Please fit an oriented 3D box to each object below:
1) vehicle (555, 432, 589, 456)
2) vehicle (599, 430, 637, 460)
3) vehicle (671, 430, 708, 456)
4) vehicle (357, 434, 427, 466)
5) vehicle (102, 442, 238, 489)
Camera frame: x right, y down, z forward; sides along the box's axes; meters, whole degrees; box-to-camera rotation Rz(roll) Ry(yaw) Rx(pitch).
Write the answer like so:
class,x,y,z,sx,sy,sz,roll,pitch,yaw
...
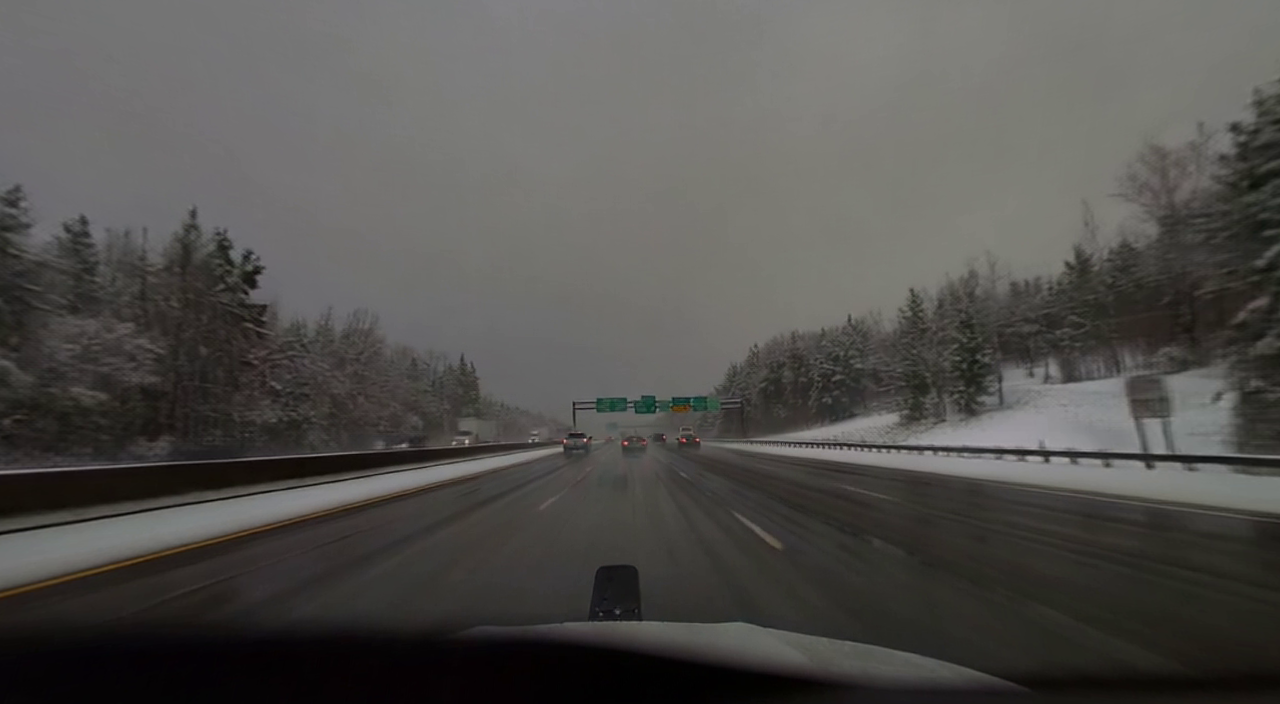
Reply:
class,x,y,z,sx,sy,sz,roll,pitch,yaw
vehicle,-4.796,6.549,44.818,2.046,1.658,4.008,0,-8,0
vehicle,-1.288,5.518,37.493,2.119,1.629,3.946,0,-8,-2
vehicle,3.312,6.213,42.882,2.066,1.673,4.225,0,-8,-2
vehicle,-14.127,5.588,36.092,2.066,1.693,4.782,0,-8,0
vehicle,-17.294,4.151,23.435,1.886,1.517,4.079,0,-8,0
